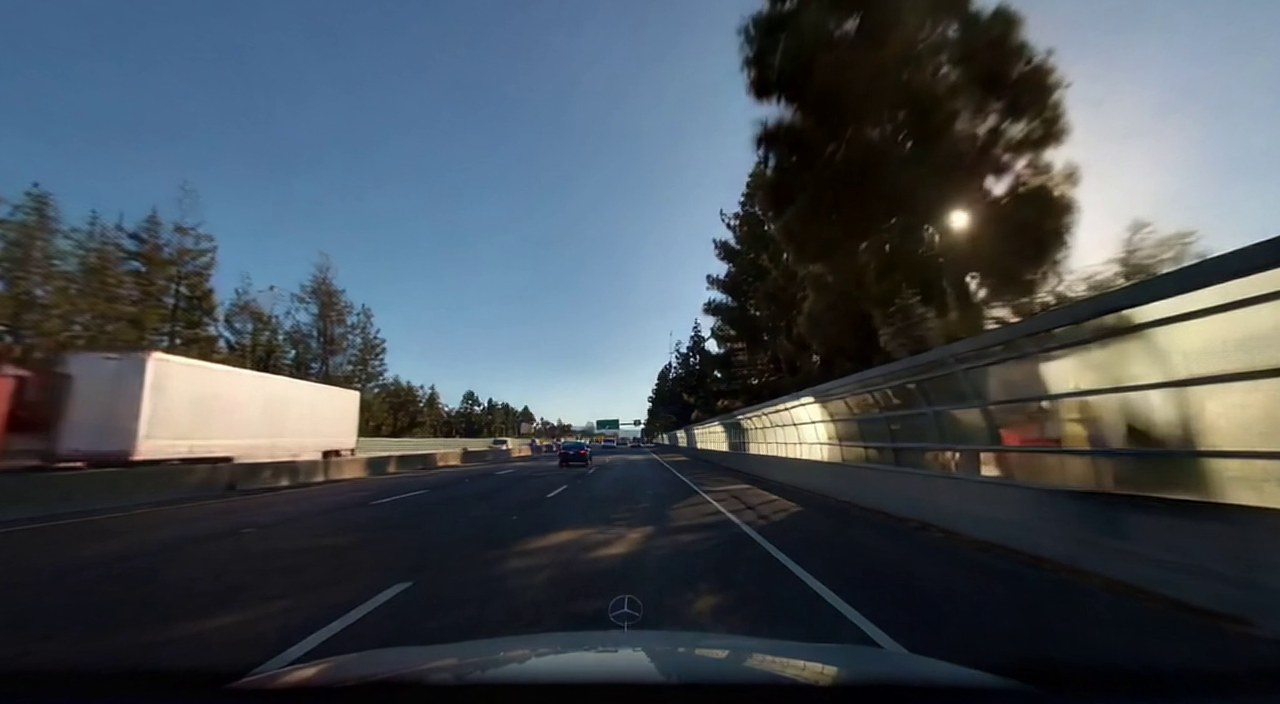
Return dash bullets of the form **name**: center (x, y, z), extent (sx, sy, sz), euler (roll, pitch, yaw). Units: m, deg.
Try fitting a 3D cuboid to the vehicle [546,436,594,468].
- **vehicle**: center (-3.614, 5.286, 33.250), extent (2.059, 1.541, 4.296), euler (0, -8, -1)
